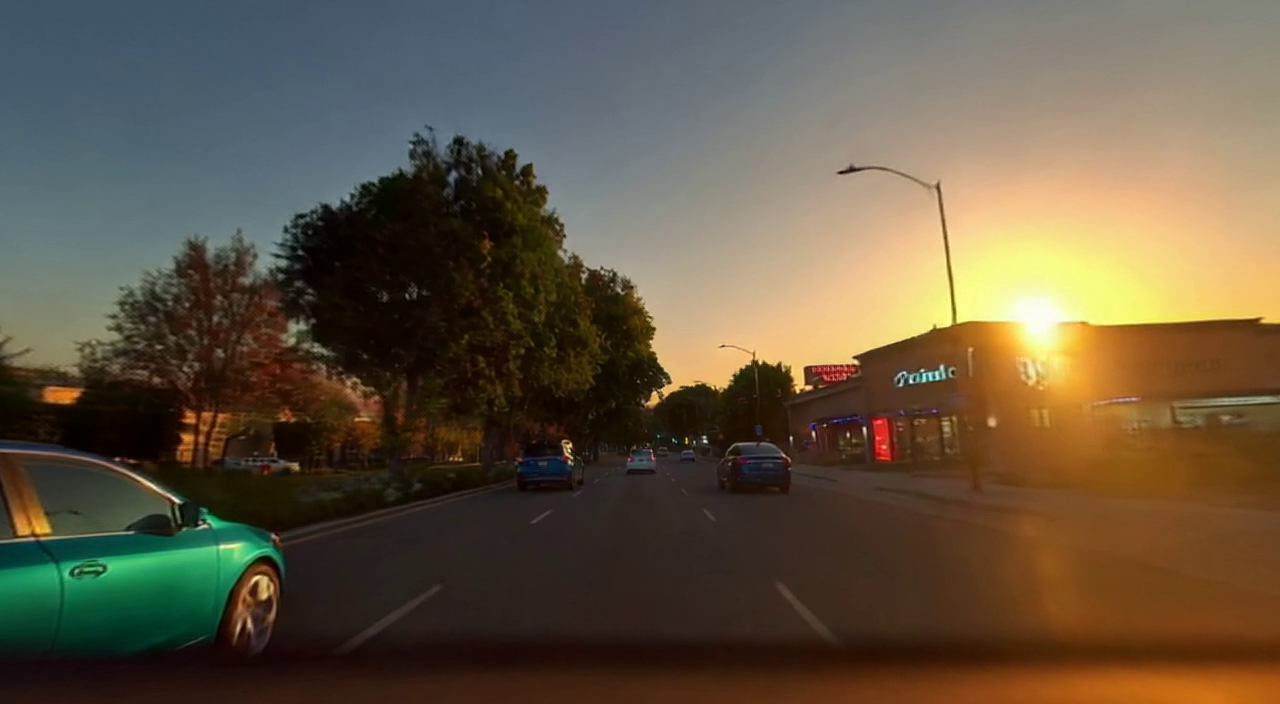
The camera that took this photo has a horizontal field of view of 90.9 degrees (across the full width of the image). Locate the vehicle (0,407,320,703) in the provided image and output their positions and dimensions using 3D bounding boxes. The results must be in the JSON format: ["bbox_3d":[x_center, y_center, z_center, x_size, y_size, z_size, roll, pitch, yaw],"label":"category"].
[{"bbox_3d":[-3.149,0.876,1.804,1.956,1.460,4.802,0,-9,0],"label":"vehicle"}]

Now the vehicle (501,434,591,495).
[{"bbox_3d":[-2.959,3.660,20.898,2.193,1.788,4.603,0,-9,1],"label":"vehicle"}]

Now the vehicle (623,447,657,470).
[{"bbox_3d":[0.001,6.923,41.172,2.069,1.445,3.965,0,-9,0],"label":"vehicle"}]

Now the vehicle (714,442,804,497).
[{"bbox_3d":[3.531,3.582,19.591,1.904,1.490,4.299,0,-9,-1],"label":"vehicle"}]
